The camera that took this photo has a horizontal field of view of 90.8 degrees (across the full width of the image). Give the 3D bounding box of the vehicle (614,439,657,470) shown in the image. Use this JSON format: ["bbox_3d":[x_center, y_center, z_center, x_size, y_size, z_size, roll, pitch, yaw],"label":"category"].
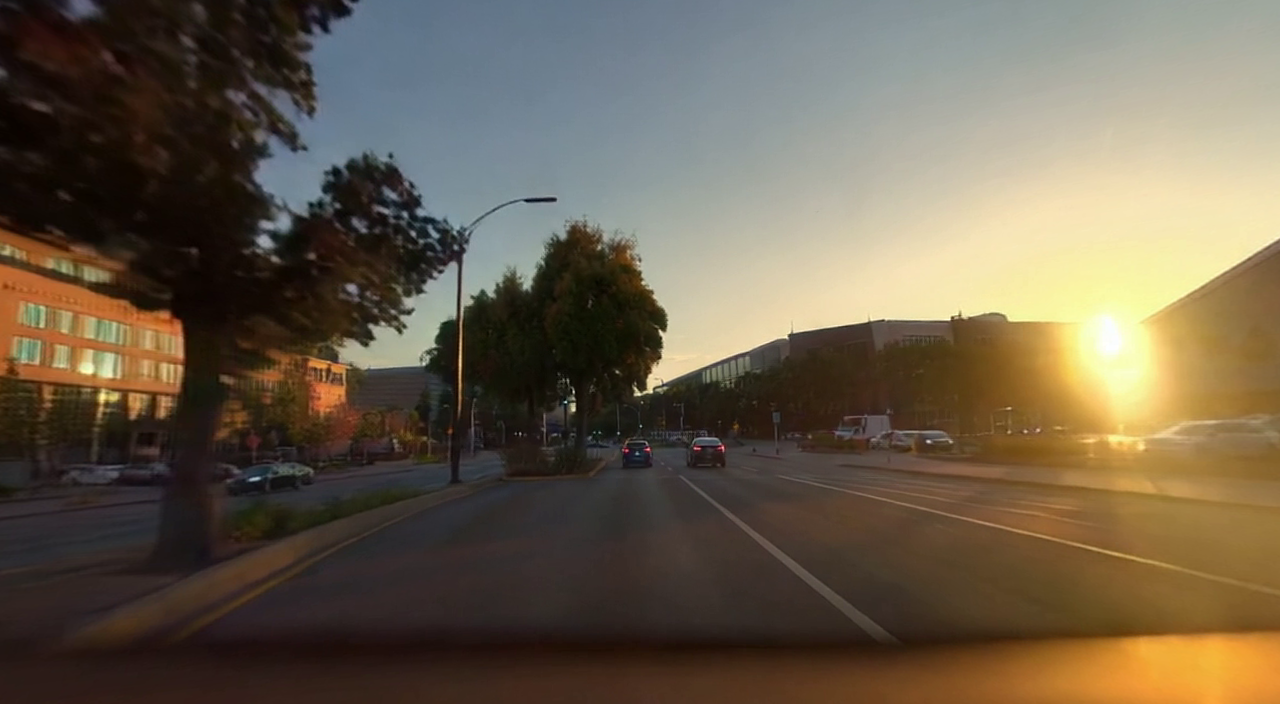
[{"bbox_3d":[-0.266,5.397,33.442,2.110,1.476,4.294,0,-9,-1],"label":"vehicle"}]

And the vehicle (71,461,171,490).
[{"bbox_3d":[-29.936,7.105,36.524,4.033,1.531,1.789,0,-9,-3],"label":"vehicle"}]

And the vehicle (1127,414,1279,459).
[{"bbox_3d":[20.438,2.986,22.221,4.813,1.483,2.129,0,-9,0],"label":"vehicle"}]

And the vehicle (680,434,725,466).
[{"bbox_3d":[3.440,5.557,35.782,2.100,1.683,4.231,0,-9,0],"label":"vehicle"}]
